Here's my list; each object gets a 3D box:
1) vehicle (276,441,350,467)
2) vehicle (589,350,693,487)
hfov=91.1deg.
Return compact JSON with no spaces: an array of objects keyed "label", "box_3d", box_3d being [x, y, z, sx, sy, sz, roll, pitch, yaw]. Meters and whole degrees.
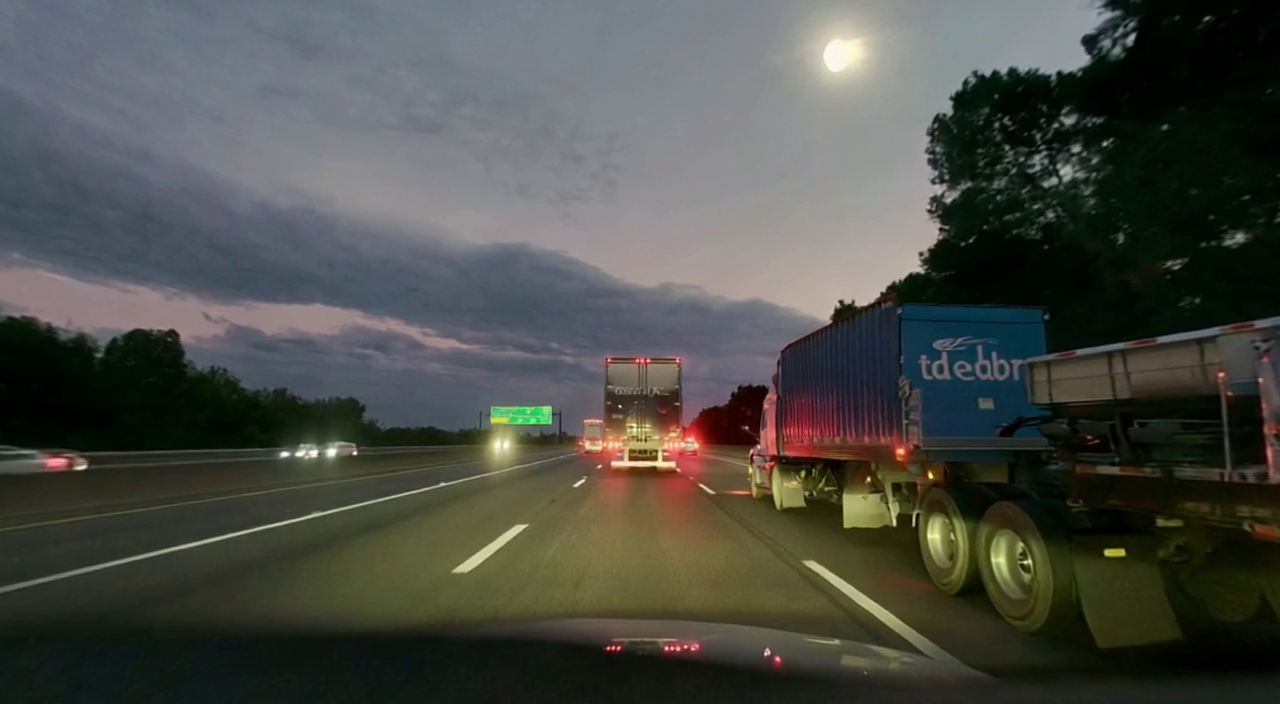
[{"label":"vehicle","box_3d":[-22.024,6.880,42.694,1.947,1.556,5.825,0,-8,0]},{"label":"vehicle","box_3d":[-0.102,2.517,22.816,2.920,3.860,10.035,0,-8,-2]}]
